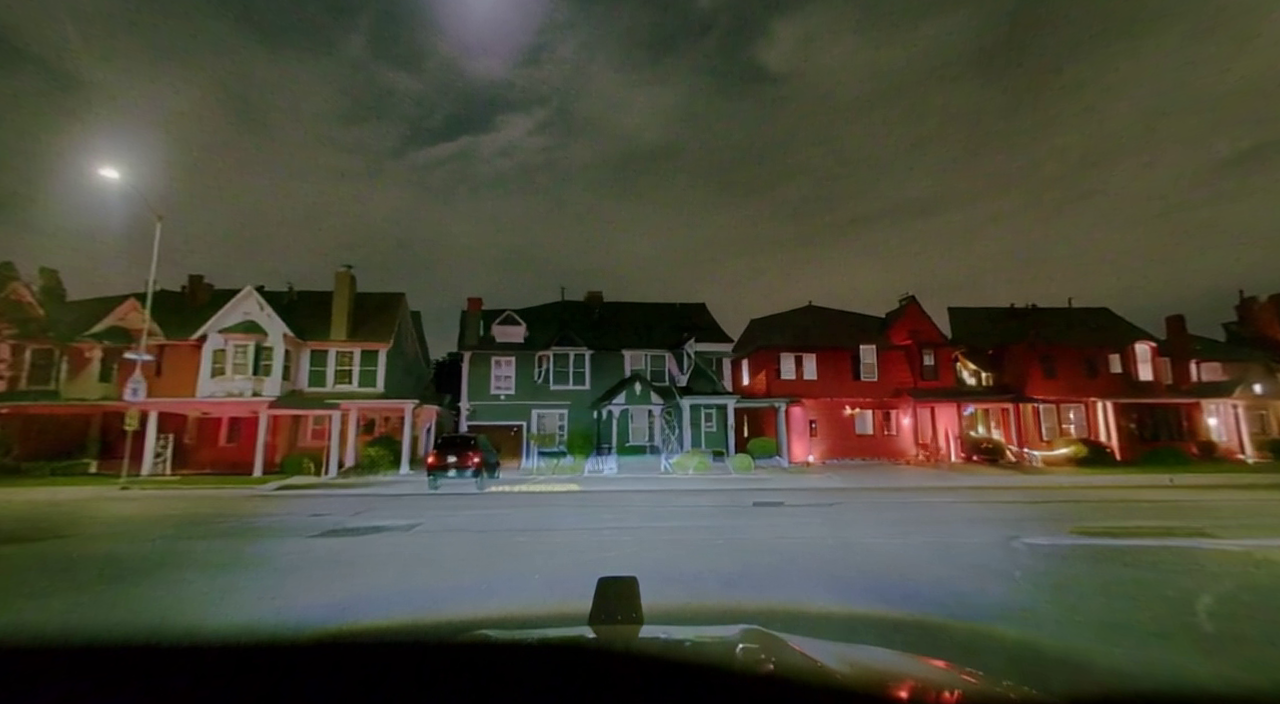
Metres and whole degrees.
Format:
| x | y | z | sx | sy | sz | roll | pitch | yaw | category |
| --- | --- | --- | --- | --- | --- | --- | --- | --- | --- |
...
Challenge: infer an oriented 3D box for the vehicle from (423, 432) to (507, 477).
| x | y | z | sx | sy | sz | roll | pitch | yaw | category |
| --- | --- | --- | --- | --- | --- | --- | --- | --- | --- |
| -6.340 | 3.788 | 23.340 | 1.968 | 1.491 | 4.486 | 0 | -9 | -2 | vehicle |
